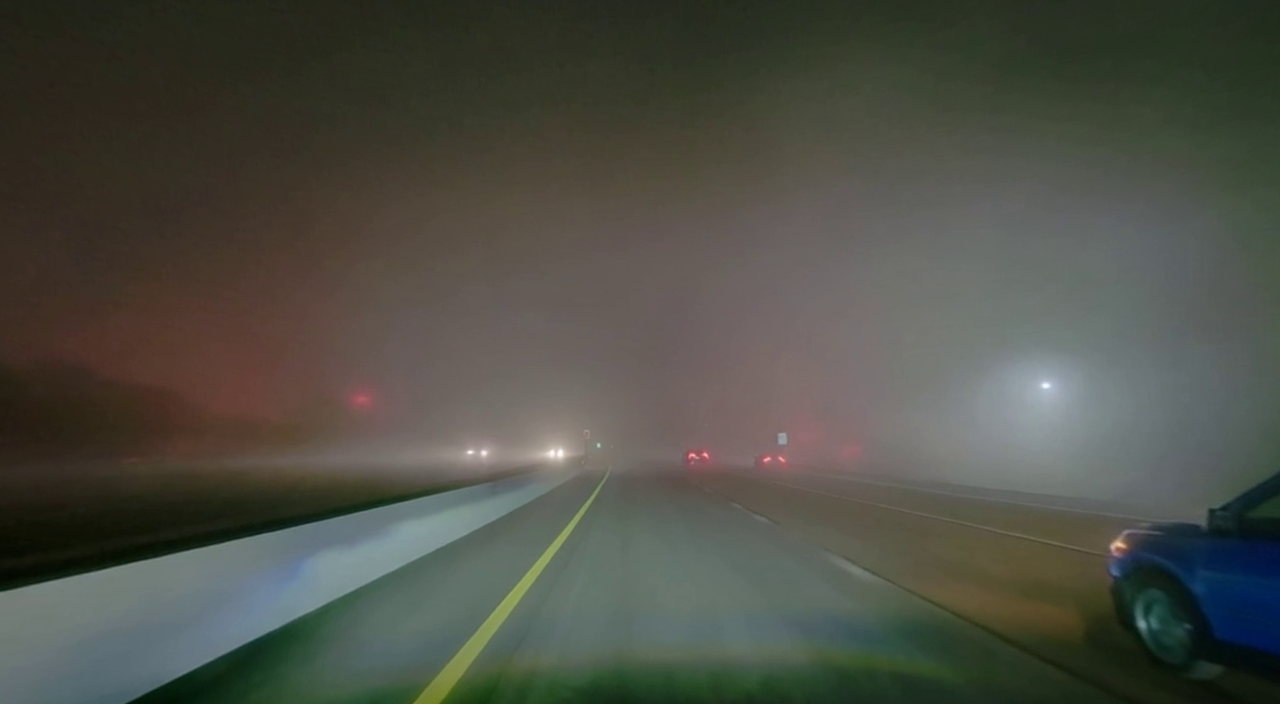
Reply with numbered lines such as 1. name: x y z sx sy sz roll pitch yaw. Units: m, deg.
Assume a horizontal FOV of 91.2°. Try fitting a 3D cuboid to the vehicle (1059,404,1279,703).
1. vehicle: 3.862 0.922 2.026 2.002 1.604 4.265 0 -9 0
